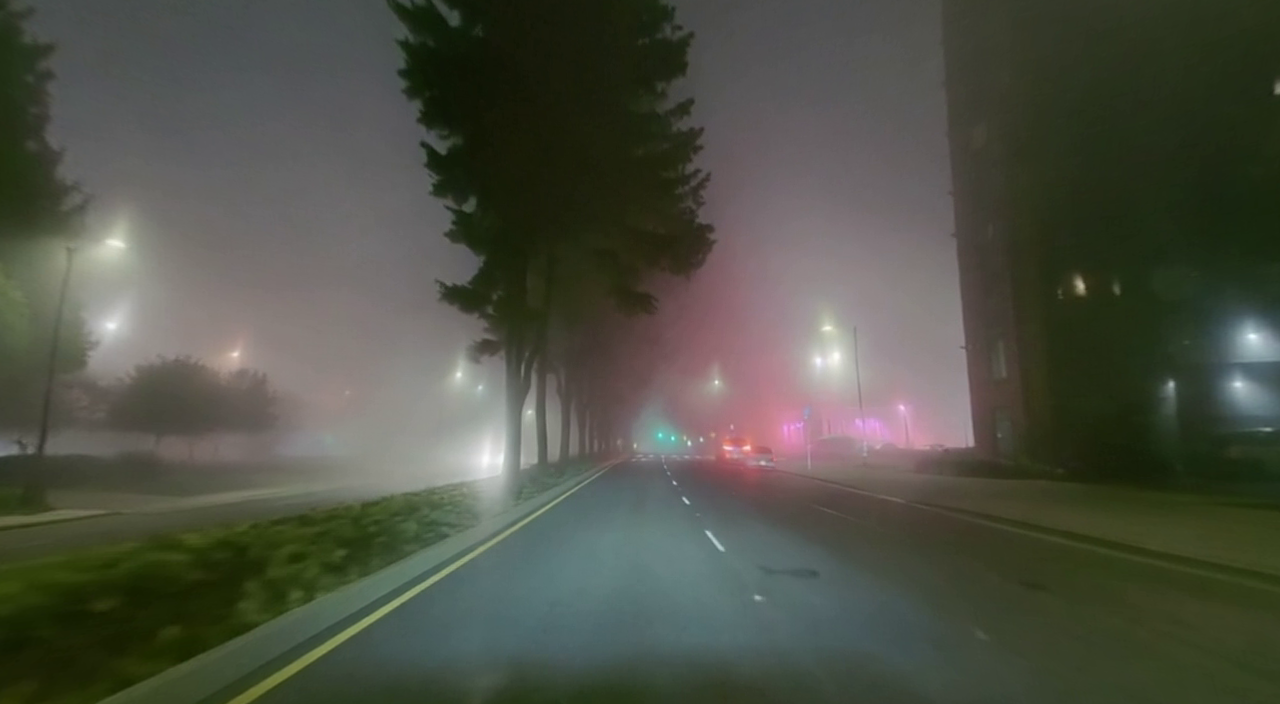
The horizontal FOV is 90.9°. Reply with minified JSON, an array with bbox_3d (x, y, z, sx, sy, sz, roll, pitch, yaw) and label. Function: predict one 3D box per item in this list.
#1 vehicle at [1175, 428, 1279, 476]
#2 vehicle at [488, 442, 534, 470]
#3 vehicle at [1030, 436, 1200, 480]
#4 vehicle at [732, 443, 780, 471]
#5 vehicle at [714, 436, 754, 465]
[{"bbox_3d":[20.981,3.333,21.163,4.333,1.491,1.744,-1,-7,1],"label":"vehicle"},{"bbox_3d":[-8.031,6.531,39.727,1.982,1.608,4.519,0,-8,0],"label":"vehicle"},{"bbox_3d":[16.055,3.595,21.458,4.276,1.397,1.786,0,-8,1],"label":"vehicle"},{"bbox_3d":[6.568,5.985,36.238,1.948,1.511,4.623,0,-8,1],"label":"vehicle"},{"bbox_3d":[6.572,6.986,44.778,2.045,1.890,4.876,0,-8,-1],"label":"vehicle"}]
